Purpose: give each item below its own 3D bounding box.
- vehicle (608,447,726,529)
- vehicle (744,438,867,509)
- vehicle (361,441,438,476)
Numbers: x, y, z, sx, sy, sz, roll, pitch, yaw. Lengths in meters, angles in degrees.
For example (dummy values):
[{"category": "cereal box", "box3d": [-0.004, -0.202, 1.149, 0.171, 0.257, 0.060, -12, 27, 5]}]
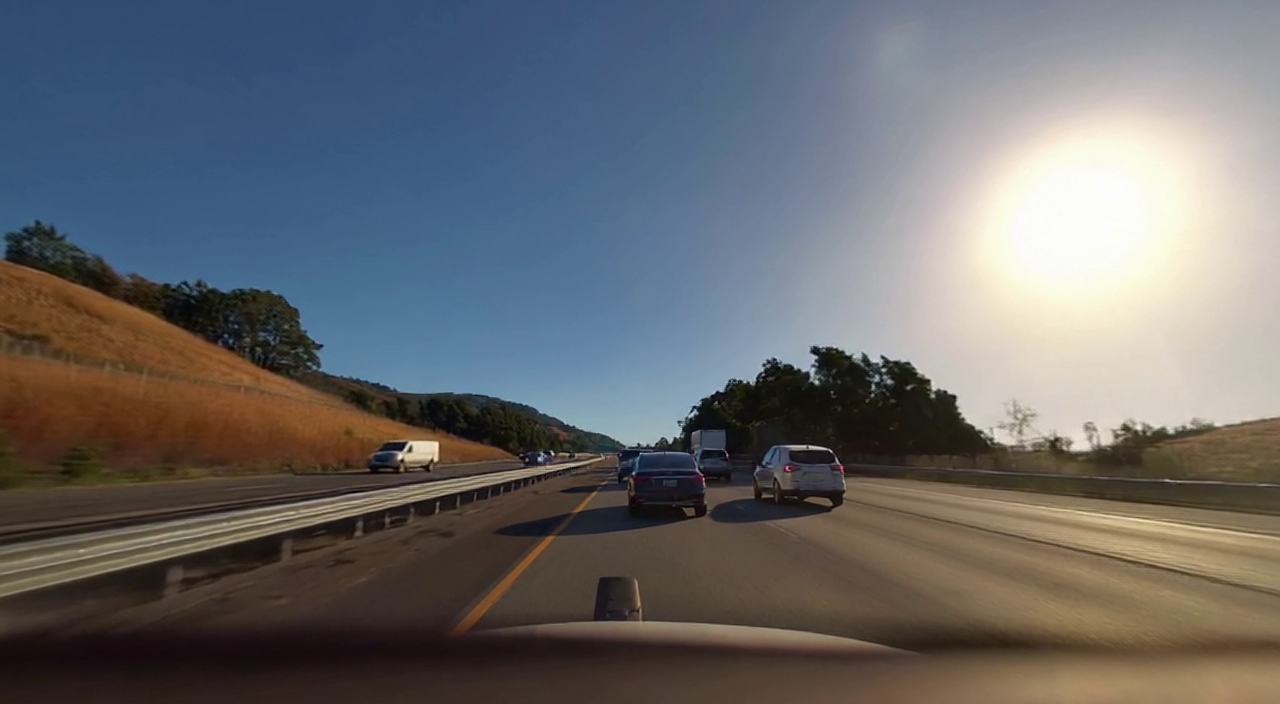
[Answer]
[{"category": "vehicle", "box3d": [0.429, 2.711, 13.104, 2.094, 1.426, 3.725, 0, -9, -1]}, {"category": "vehicle", "box3d": [4.319, 3.242, 17.329, 1.998, 1.657, 4.604, 0, -9, -2]}, {"category": "vehicle", "box3d": [-12.361, 5.507, 32.776, 2.039, 1.666, 5.002, 0, -9, -1]}]
